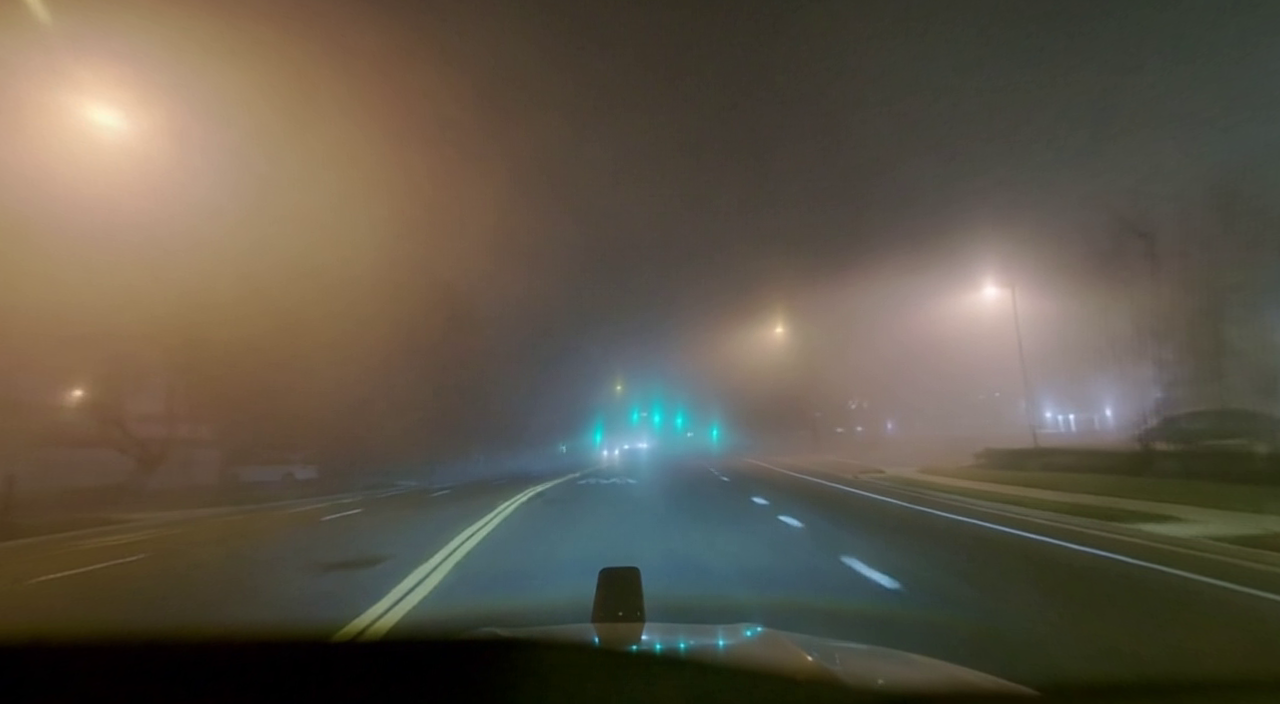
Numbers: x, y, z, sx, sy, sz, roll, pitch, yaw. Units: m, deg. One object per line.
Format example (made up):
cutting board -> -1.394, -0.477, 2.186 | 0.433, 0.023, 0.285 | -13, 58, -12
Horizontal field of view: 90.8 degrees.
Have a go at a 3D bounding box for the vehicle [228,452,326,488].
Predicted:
vehicle -> -19.547, 6.350, 34.333 | 2.030, 1.759, 4.949 | -1, -9, 5

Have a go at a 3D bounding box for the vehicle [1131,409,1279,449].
vehicle -> 21.078, 2.832, 23.026 | 4.621, 1.393, 1.824 | -1, -9, 6
